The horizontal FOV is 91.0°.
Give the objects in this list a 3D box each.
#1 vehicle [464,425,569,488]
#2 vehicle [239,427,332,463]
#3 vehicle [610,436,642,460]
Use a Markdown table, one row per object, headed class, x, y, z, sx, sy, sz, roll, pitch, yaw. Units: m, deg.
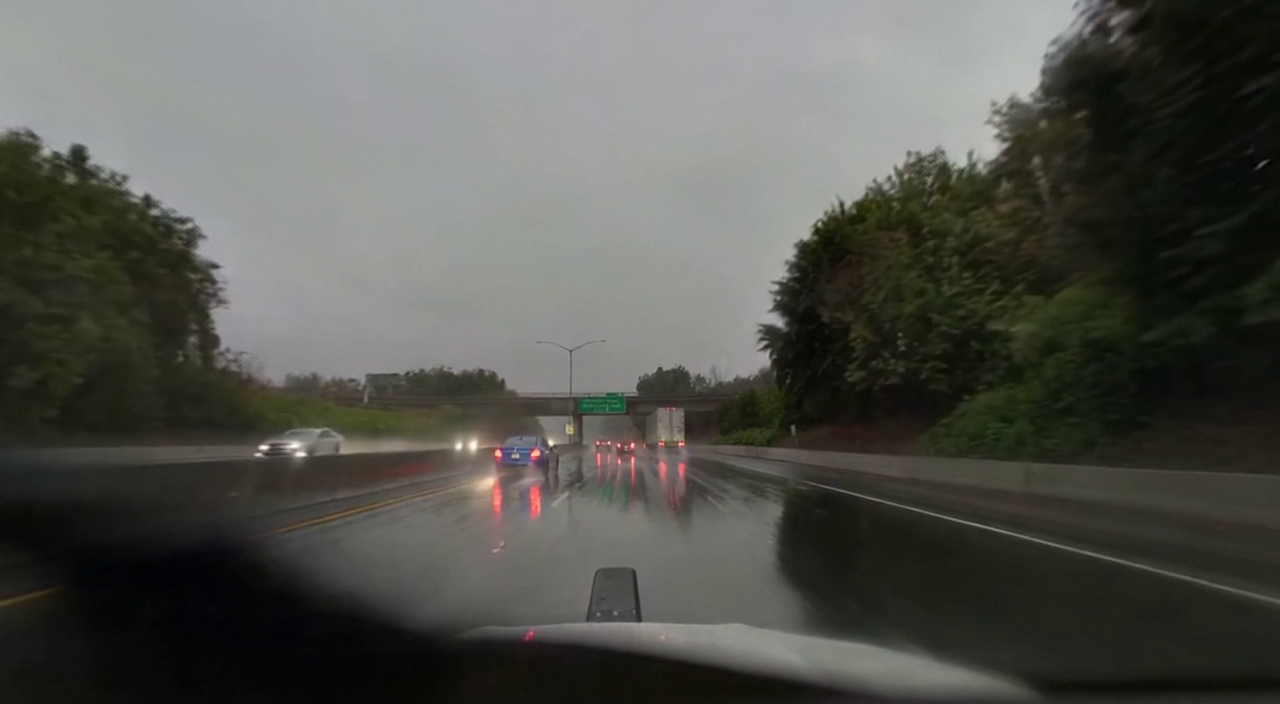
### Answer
| class | x | y | z | sx | sy | sz | roll | pitch | yaw |
| --- | --- | --- | --- | --- | --- | --- | --- | --- | --- |
| vehicle | -3.740 | 3.268 | 20.053 | 2.377 | 1.747 | 4.703 | 0 | -8 | 0 |
| vehicle | -16.575 | 4.385 | 29.672 | 2.000 | 1.563 | 4.188 | 0 | -8 | -1 |
| vehicle | -0.956 | 6.637 | 43.627 | 2.125 | 1.542 | 3.816 | 0 | -8 | -1 |
